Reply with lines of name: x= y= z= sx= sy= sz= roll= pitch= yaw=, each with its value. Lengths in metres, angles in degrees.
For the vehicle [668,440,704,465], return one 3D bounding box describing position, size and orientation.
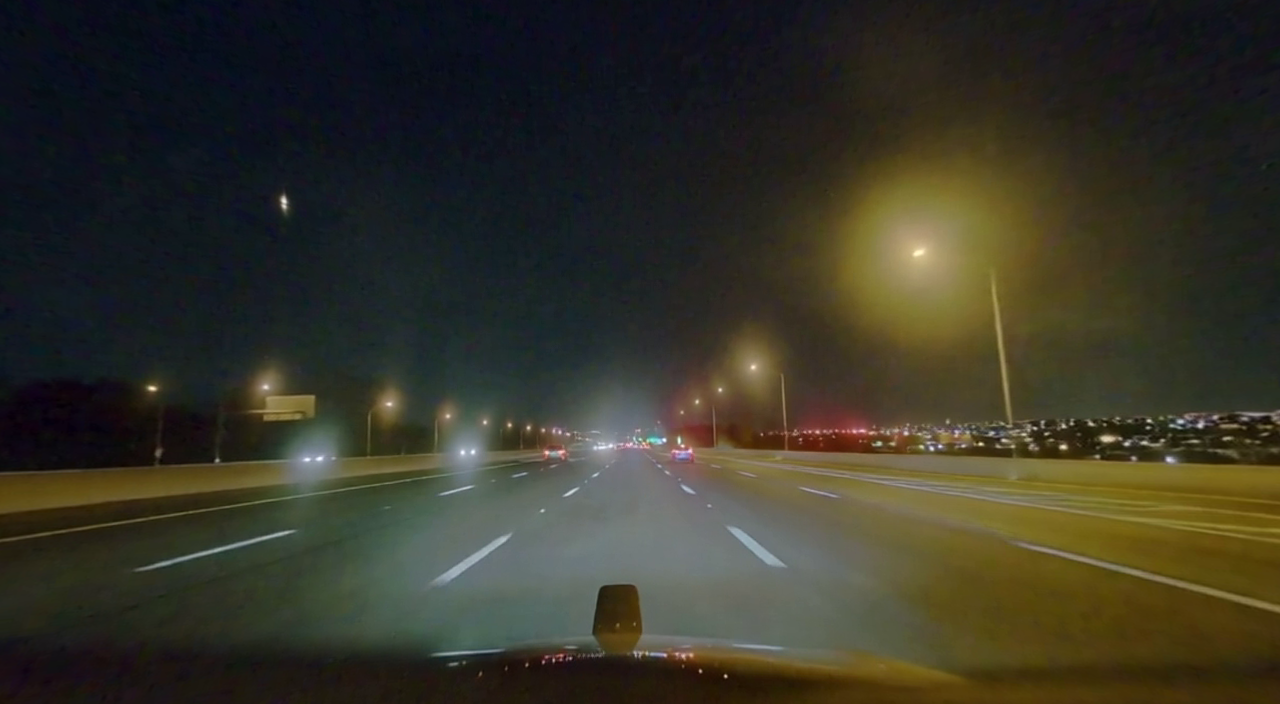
vehicle: x=3.424 y=7.643 z=48.006 sx=2.166 sy=1.770 sz=4.703 roll=0 pitch=-9 yaw=-2
